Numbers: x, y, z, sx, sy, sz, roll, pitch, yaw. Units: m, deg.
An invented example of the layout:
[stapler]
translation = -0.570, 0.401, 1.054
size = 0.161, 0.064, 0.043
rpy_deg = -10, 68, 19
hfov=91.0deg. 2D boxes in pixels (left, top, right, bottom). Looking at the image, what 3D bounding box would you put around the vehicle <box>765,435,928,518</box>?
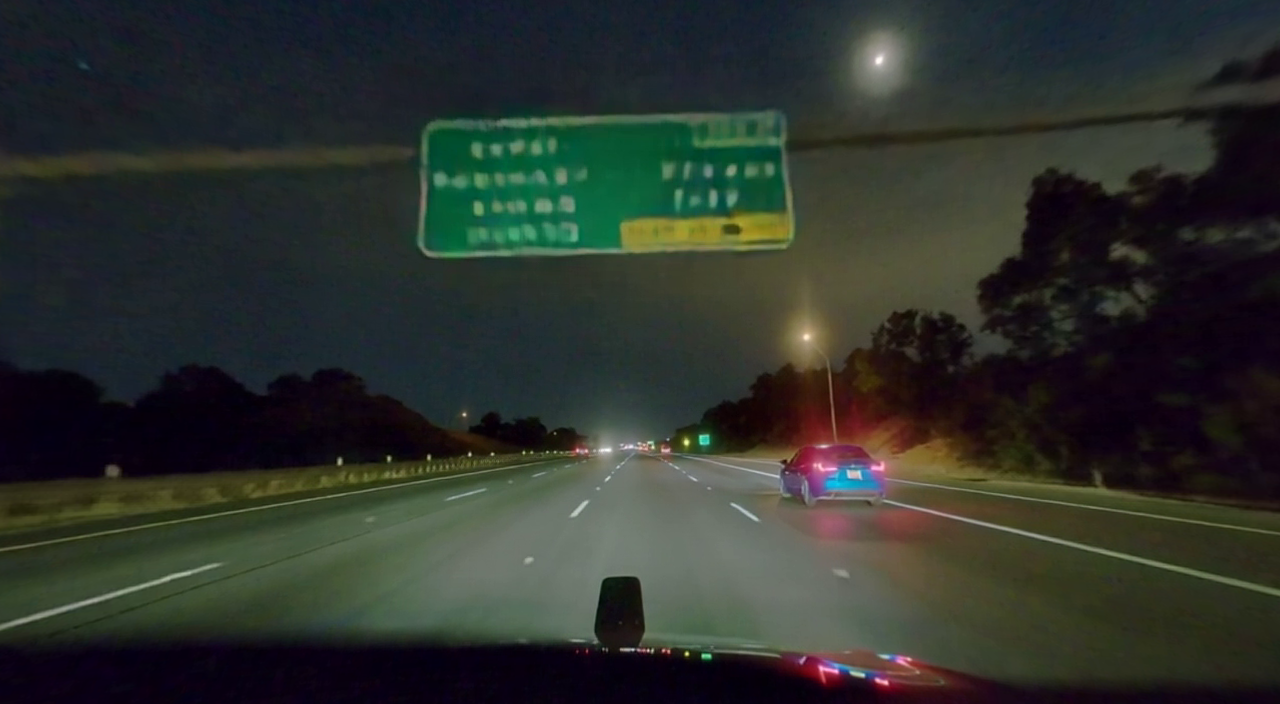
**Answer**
[vehicle]
translation = 4.218, 2.619, 13.761
size = 2.033, 1.501, 4.398
rpy_deg = 0, -9, -1
